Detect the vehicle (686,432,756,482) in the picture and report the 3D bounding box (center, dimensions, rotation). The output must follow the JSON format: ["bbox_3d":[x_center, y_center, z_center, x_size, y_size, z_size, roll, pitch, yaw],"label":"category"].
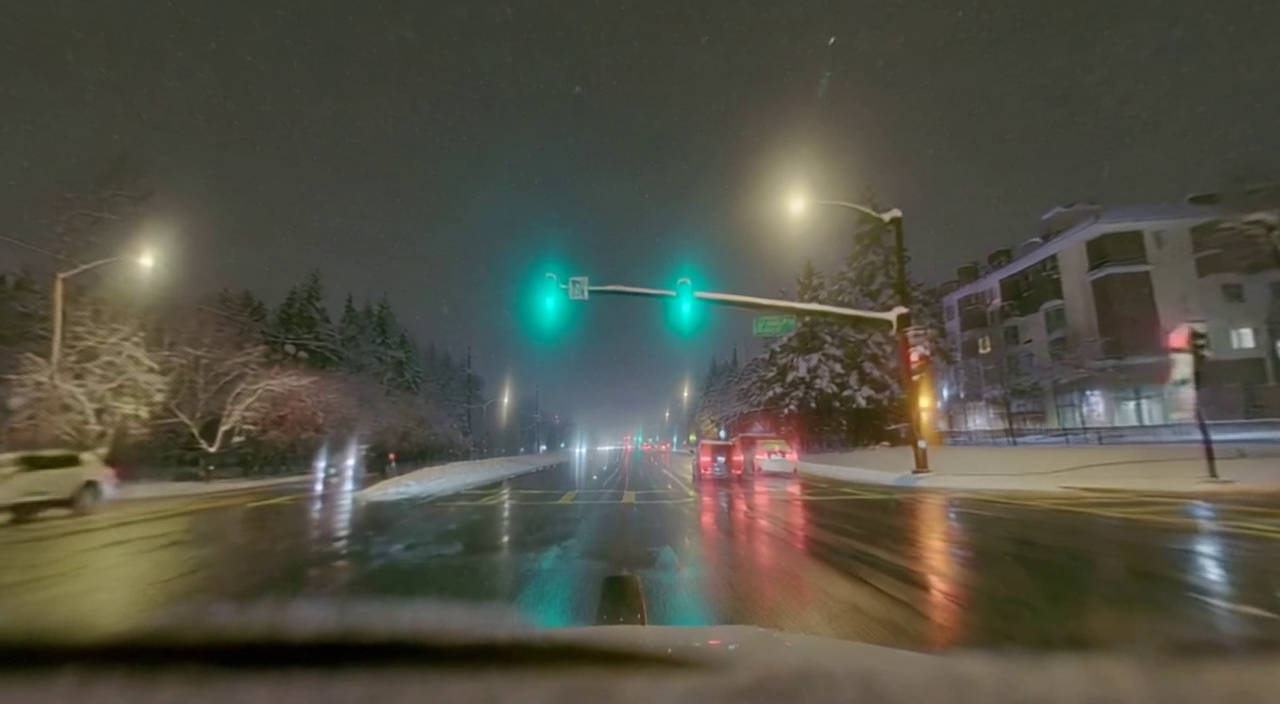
[{"bbox_3d":[3.102,4.120,25.089,2.069,1.761,4.610,0,-8,-1],"label":"vehicle"}]

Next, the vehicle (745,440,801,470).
[{"bbox_3d":[7.125,5.571,34.460,2.007,1.491,4.815,0,-8,0],"label":"vehicle"}]

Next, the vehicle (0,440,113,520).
[{"bbox_3d":[-15.440,2.970,14.871,2.021,1.786,4.624,0,-8,0],"label":"vehicle"}]

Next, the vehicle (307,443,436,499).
[{"bbox_3d":[-7.967,3.536,19.313,1.963,1.472,4.584,0,-8,-1],"label":"vehicle"}]
